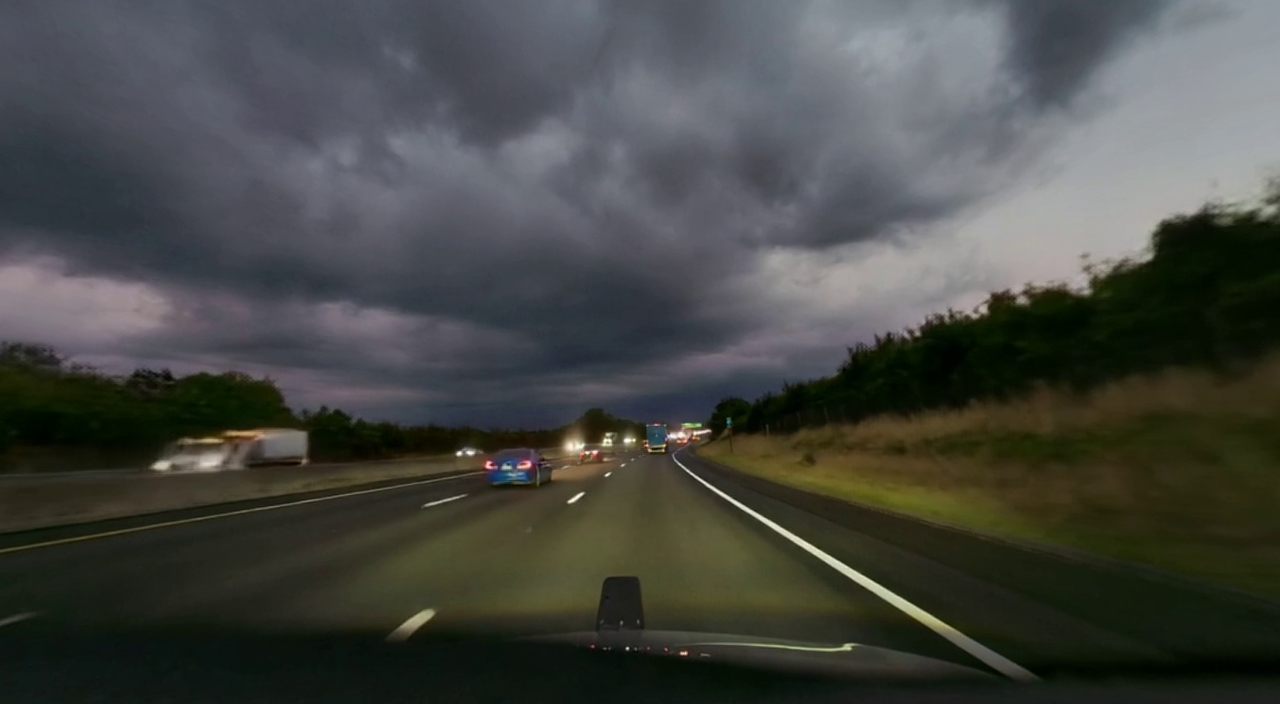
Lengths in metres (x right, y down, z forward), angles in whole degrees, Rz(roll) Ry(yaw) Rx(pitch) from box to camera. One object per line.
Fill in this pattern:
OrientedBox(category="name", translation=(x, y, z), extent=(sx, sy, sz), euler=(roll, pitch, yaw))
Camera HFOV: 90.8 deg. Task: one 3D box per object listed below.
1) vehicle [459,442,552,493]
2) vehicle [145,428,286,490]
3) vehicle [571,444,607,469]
OrientedBox(category="vehicle", translation=(-4.263, 3.729, 20.711), extent=(2.078, 1.469, 4.371), euler=(0, -9, 0))
OrientedBox(category="vehicle", translation=(-18.596, 4.723, 28.110), extent=(2.374, 2.487, 5.476), euler=(0, -9, 1))
OrientedBox(category="vehicle", translation=(-3.251, 6.737, 40.770), extent=(1.943, 1.460, 3.961), euler=(0, -9, 1))
